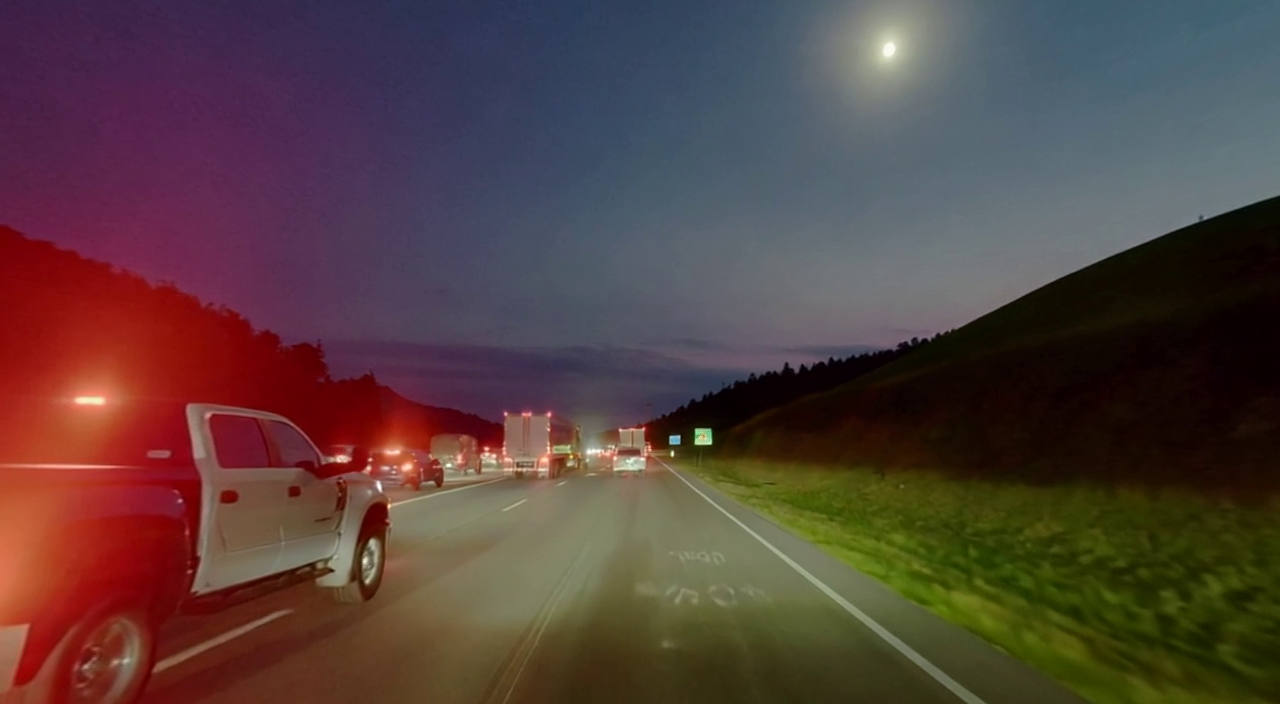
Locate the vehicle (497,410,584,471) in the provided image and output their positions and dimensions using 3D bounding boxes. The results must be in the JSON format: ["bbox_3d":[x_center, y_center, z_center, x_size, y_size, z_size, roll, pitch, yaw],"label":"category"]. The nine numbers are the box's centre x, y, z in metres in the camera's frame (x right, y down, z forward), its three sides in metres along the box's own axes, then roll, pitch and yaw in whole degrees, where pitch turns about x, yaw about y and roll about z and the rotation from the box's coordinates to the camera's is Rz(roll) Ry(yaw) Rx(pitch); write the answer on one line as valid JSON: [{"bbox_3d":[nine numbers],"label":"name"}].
[{"bbox_3d":[-7.235,6.990,49.014,2.848,4.067,14.314,-1,-9,7],"label":"vehicle"}]

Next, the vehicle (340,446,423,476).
[{"bbox_3d":[-13.795,5.858,34.017,1.925,1.493,4.864,-1,-9,7],"label":"vehicle"}]

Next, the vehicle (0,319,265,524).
[{"bbox_3d":[-12.701,1.397,12.243,2.745,3.617,11.590,-1,-9,6],"label":"vehicle"}]
